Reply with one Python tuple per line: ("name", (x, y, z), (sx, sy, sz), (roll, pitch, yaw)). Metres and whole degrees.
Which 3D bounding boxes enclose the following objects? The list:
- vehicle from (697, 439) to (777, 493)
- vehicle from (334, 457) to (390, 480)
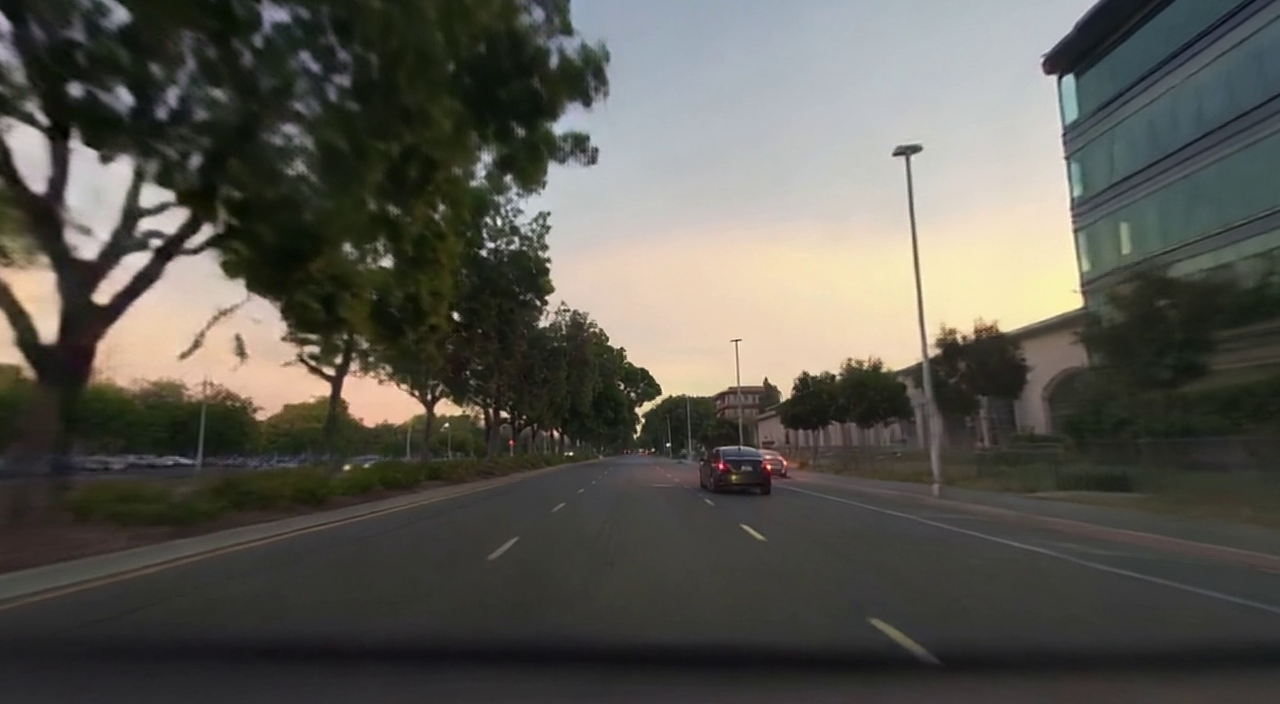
("vehicle", (3.348, 4.033, 22.749), (2.083, 1.743, 4.354), (0, -8, -1))
("vehicle", (-19.409, 8.127, 44.311), (1.839, 1.481, 4.585), (0, -8, 1))
